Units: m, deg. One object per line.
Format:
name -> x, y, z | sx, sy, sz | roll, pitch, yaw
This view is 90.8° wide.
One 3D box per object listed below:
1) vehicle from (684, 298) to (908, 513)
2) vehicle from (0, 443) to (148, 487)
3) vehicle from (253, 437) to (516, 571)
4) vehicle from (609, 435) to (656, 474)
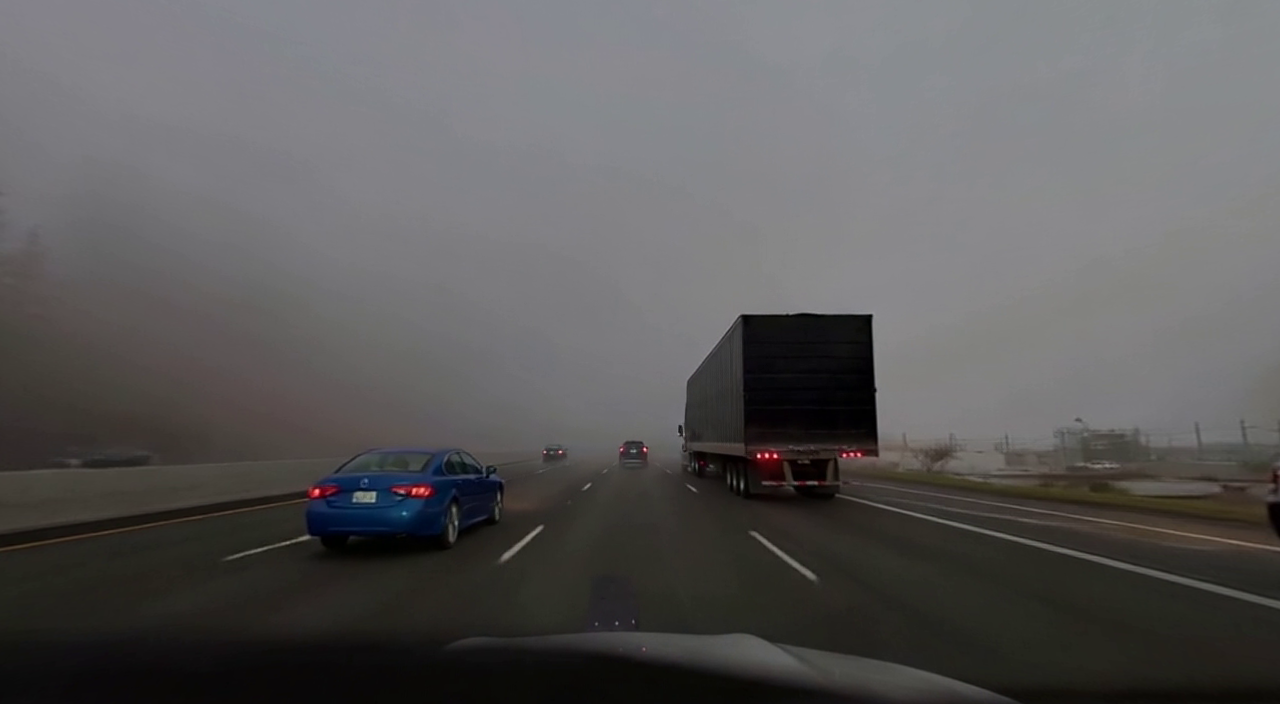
vehicle -> 3.449, 2.138, 19.507 | 2.876, 4.086, 15.117 | 0, -9, -1
vehicle -> -23.277, 4.637, 26.160 | 1.964, 1.612, 4.834 | 0, -9, -1
vehicle -> -3.182, 1.991, 9.077 | 1.864, 1.406, 4.544 | 0, -9, 0
vehicle -> -0.369, 5.104, 31.543 | 2.203, 1.805, 4.358 | 0, -9, -1
